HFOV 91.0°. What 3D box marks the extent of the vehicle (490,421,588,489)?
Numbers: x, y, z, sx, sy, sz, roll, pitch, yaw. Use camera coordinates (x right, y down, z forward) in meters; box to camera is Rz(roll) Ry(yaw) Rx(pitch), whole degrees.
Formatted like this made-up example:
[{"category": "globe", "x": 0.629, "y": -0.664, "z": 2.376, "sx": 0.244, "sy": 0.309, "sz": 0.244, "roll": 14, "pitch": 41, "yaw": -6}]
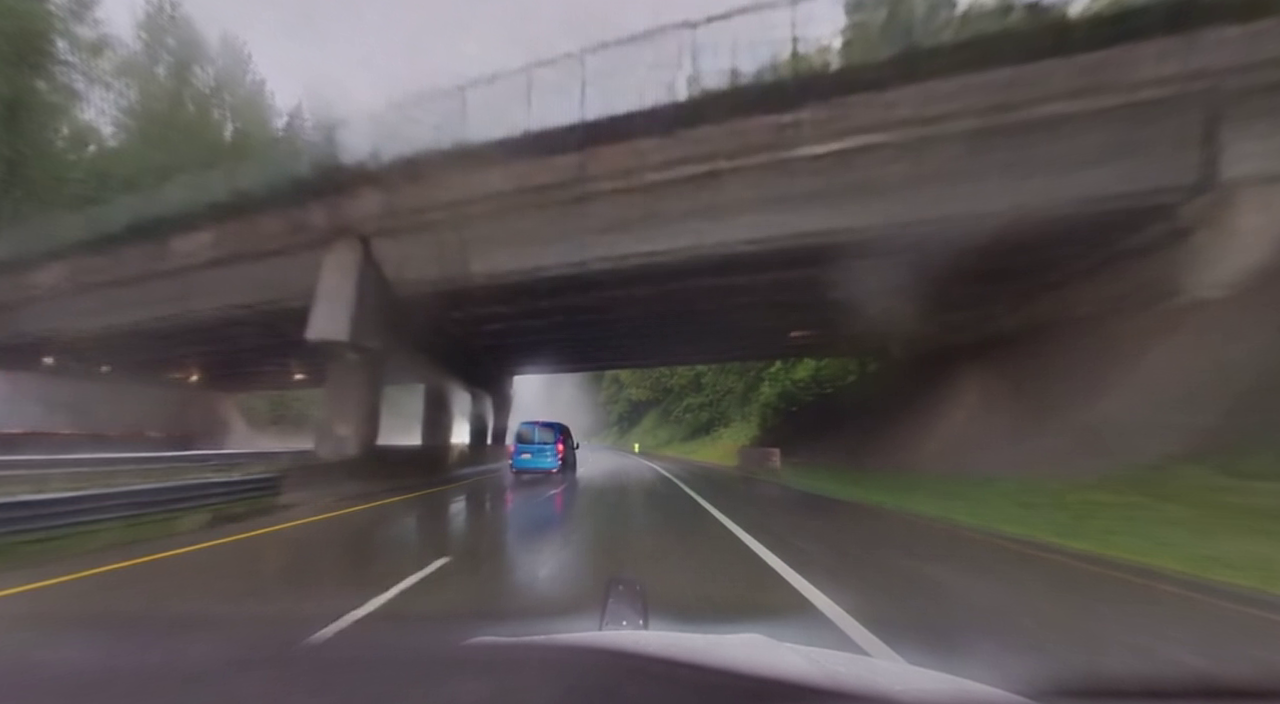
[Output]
[{"category": "vehicle", "x": -3.089, "y": 3.308, "z": 20.492, "sx": 2.372, "sy": 1.891, "sz": 5.061, "roll": 0, "pitch": -8, "yaw": 0}]
